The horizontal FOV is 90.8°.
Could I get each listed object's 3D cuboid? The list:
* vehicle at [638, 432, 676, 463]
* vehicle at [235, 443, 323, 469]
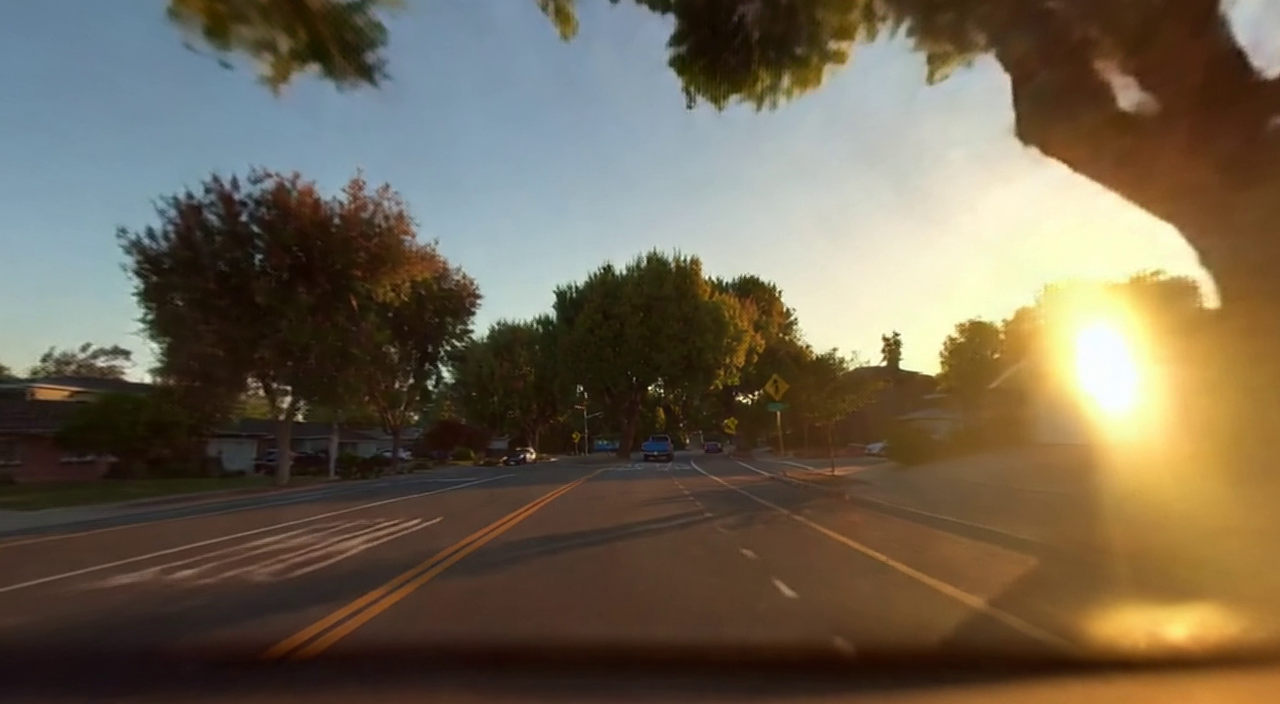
[{"bbox_3d":[1.200,6.324,41.964,2.153,1.942,4.767,-1,-8,6],"label":"vehicle"},{"bbox_3d":[-25.774,7.447,45.271,4.975,1.732,2.165,2,-9,-13],"label":"vehicle"}]
